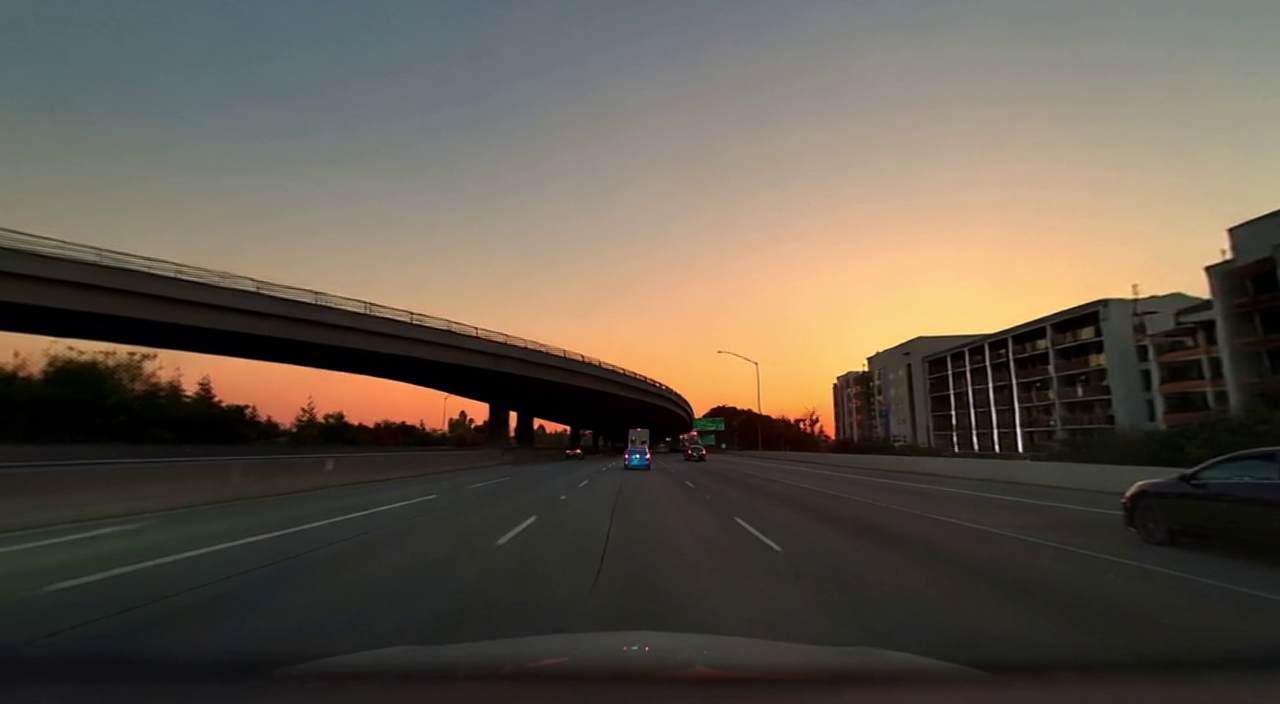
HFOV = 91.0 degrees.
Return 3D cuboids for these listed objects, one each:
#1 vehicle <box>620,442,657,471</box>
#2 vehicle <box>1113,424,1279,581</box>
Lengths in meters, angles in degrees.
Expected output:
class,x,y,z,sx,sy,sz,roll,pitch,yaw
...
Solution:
class,x,y,z,sx,sy,sz,roll,pitch,yaw
vehicle,-0.081,5.915,35.817,2.036,1.542,3.891,0,-8,0
vehicle,7.164,1.407,5.754,1.937,1.498,4.710,0,-8,-1
